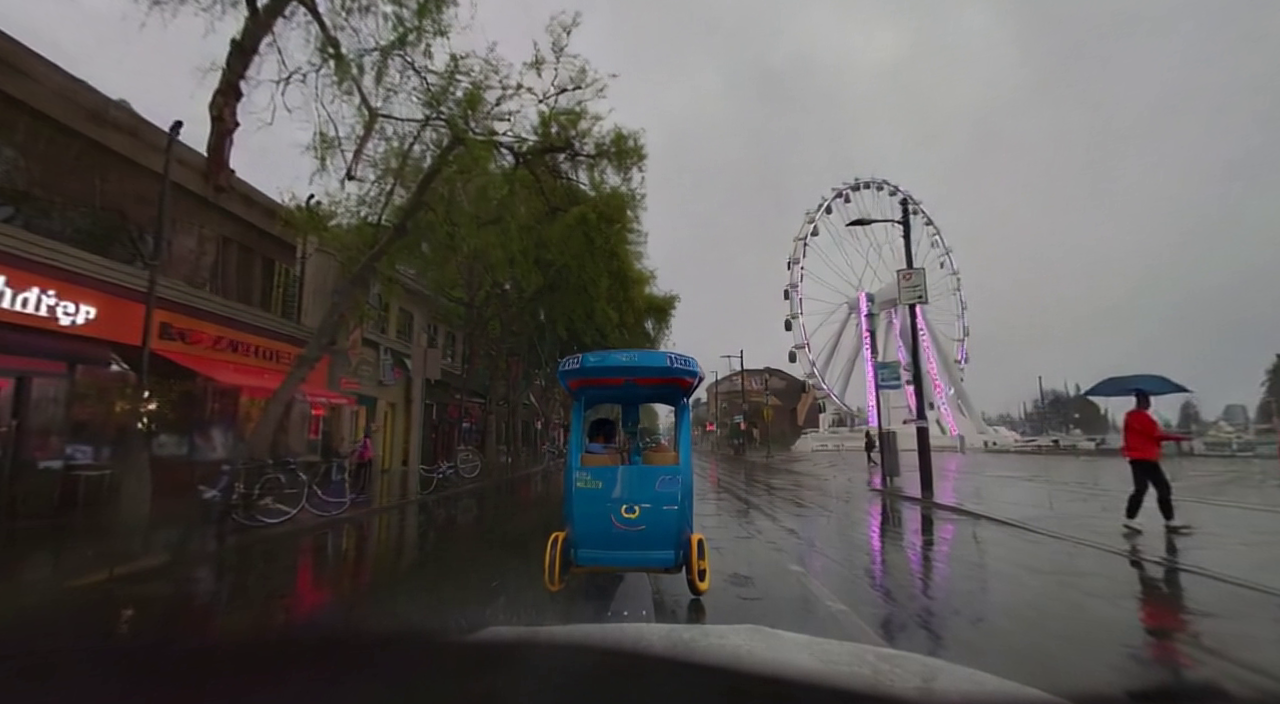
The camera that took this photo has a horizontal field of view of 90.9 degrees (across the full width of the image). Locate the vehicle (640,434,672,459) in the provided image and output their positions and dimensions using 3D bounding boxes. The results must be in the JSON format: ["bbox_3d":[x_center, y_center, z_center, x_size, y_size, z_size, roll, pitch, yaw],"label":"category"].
[{"bbox_3d":[1.198,7.009,46.684,2.221,1.773,4.228,-1,-9,2],"label":"vehicle"}]
